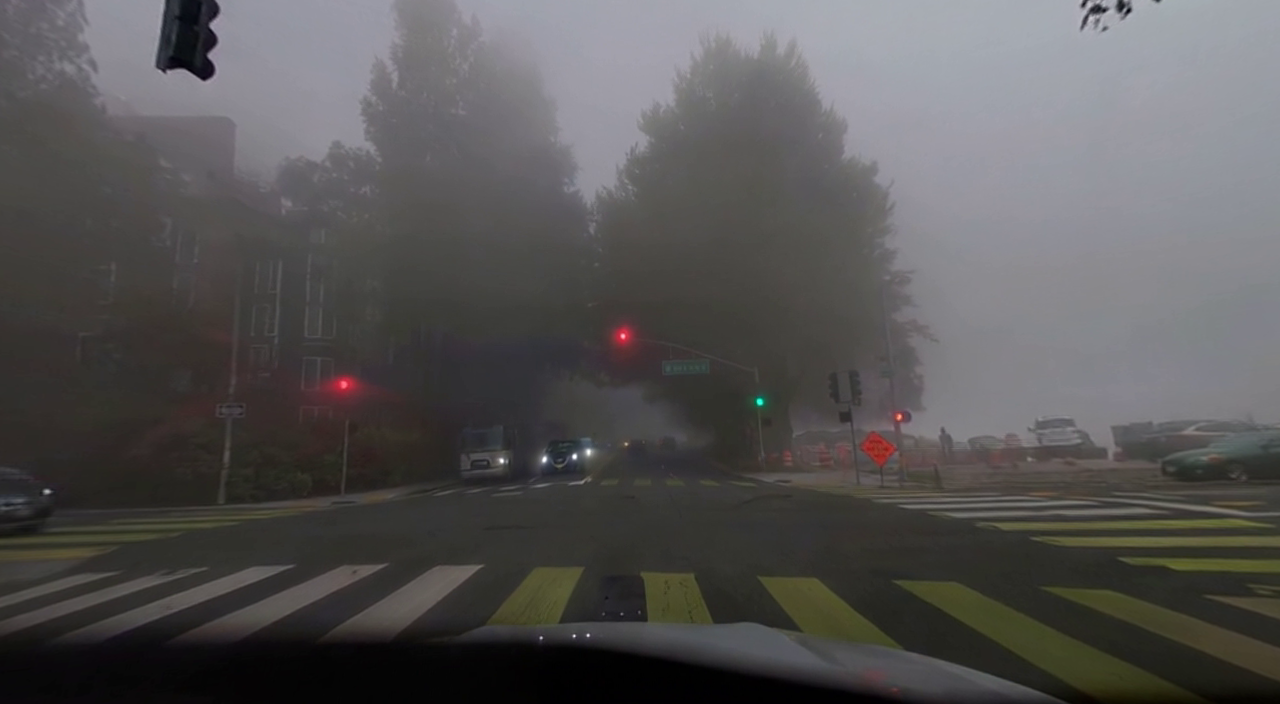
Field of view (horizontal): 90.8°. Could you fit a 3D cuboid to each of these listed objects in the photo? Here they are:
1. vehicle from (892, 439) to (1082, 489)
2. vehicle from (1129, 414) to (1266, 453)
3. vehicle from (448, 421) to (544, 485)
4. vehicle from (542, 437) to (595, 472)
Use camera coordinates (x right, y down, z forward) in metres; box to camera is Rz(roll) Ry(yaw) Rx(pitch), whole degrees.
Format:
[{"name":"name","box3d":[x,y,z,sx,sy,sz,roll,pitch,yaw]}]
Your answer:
[{"name":"vehicle","box3d":[11.235,3.642,20.830,5.158,1.470,2.012,-5,-10,27]},{"name":"vehicle","box3d":[33.295,4.924,37.887,5.969,2.225,2.458,0,-9,-4]},{"name":"vehicle","box3d":[-6.468,4.689,29.609,2.896,2.560,7.322,0,-8,-1]},{"name":"vehicle","box3d":[-3.665,5.369,33.328,2.302,1.708,4.764,0,-8,0]}]
